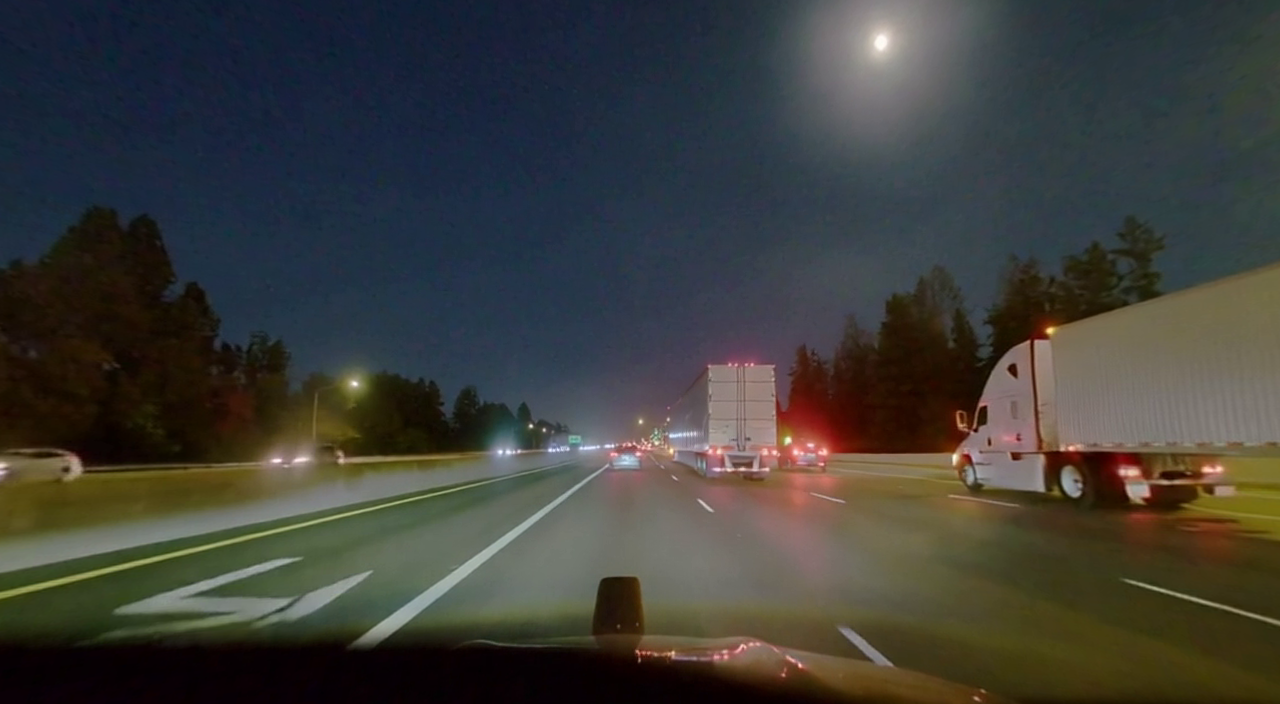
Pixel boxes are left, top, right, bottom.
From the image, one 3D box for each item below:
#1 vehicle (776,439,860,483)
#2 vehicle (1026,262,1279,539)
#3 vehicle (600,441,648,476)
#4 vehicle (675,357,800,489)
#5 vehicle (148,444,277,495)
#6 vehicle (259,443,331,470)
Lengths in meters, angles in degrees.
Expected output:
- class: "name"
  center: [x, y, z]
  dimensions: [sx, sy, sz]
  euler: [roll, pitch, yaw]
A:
- class: "vehicle"
  center: [7.307, 4.498, 26.404]
  dimensions: [2.154, 1.658, 4.347]
  euler: [0, -9, -1]
- class: "vehicle"
  center: [11.196, 0.335, 6.988]
  dimensions: [2.898, 4.171, 17.188]
  euler: [0, -9, -1]
- class: "vehicle"
  center: [-0.729, 5.118, 30.594]
  dimensions: [2.163, 1.551, 4.180]
  euler: [0, -9, 0]
- class: "vehicle"
  center: [3.334, 2.995, 25.110]
  dimensions: [2.999, 4.127, 10.526]
  euler: [0, -9, -2]
- class: "vehicle"
  center: [-13.130, 3.598, 19.673]
  dimensions: [1.543, 1.408, 3.505]
  euler: [0, -9, 0]
- class: "vehicle"
  center: [-20.822, 6.329, 38.376]
  dimensions: [1.804, 1.522, 4.544]
  euler: [0, -9, 0]
